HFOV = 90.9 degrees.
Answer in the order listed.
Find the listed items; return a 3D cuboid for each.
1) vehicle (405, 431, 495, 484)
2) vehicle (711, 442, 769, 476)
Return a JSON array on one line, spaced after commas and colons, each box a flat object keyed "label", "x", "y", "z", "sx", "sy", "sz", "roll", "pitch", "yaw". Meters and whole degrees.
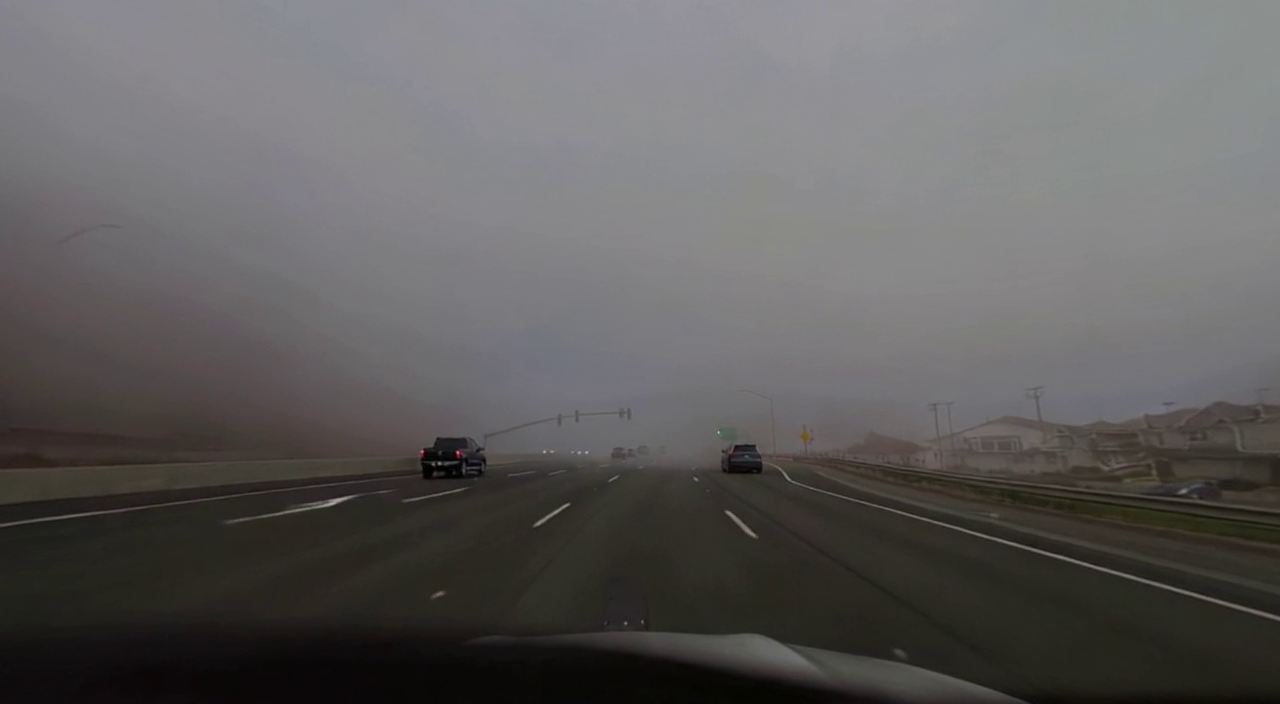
[{"label": "vehicle", "x": -7.343, "y": 4.131, "z": 24.976, "sx": 2.122, "sy": 1.847, "sz": 4.696, "roll": 0, "pitch": -8, "yaw": -1}, {"label": "vehicle", "x": 4.577, "y": 4.954, "z": 29.504, "sx": 2.100, "sy": 1.472, "sz": 4.533, "roll": 0, "pitch": -8, "yaw": 2}]
